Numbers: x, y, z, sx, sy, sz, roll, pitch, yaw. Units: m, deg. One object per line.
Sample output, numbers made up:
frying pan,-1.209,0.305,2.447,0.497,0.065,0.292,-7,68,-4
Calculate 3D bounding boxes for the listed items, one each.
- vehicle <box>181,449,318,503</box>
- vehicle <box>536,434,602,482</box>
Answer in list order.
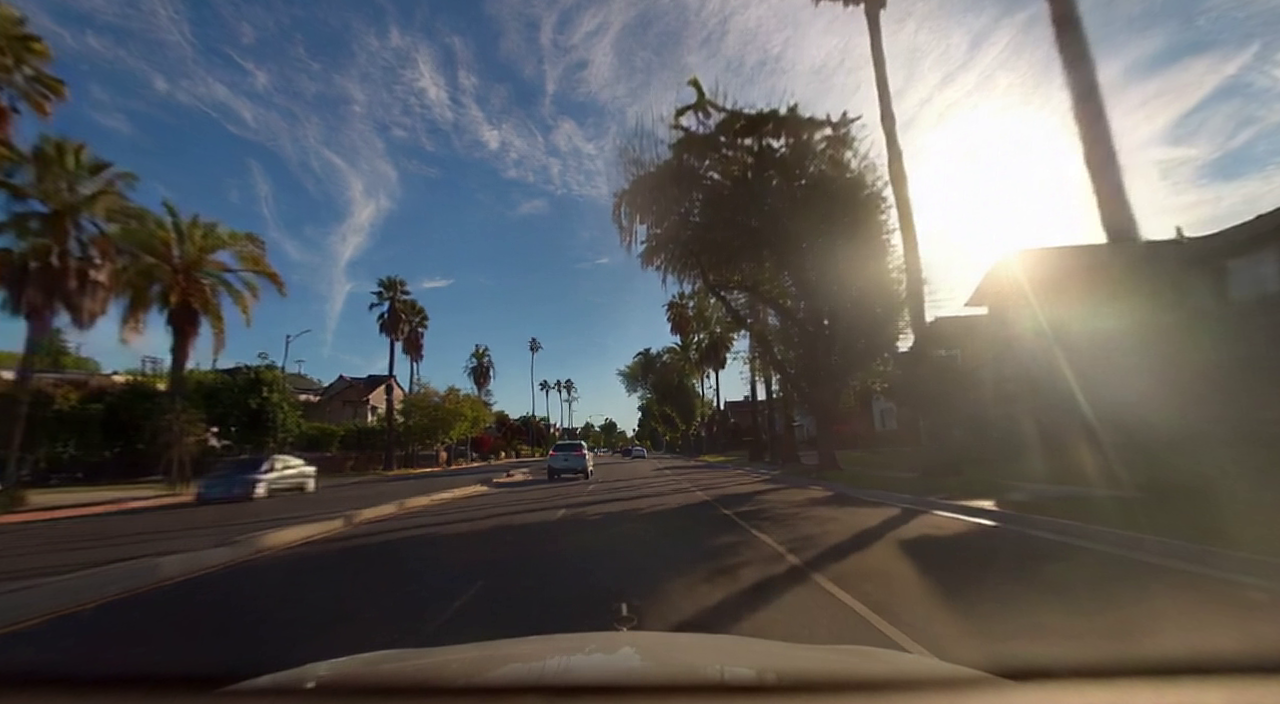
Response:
vehicle,-14.292,4.530,23.468,2.022,1.756,4.670,0,-9,1
vehicle,-3.188,4.929,29.541,2.370,1.968,5.698,0,-9,0
